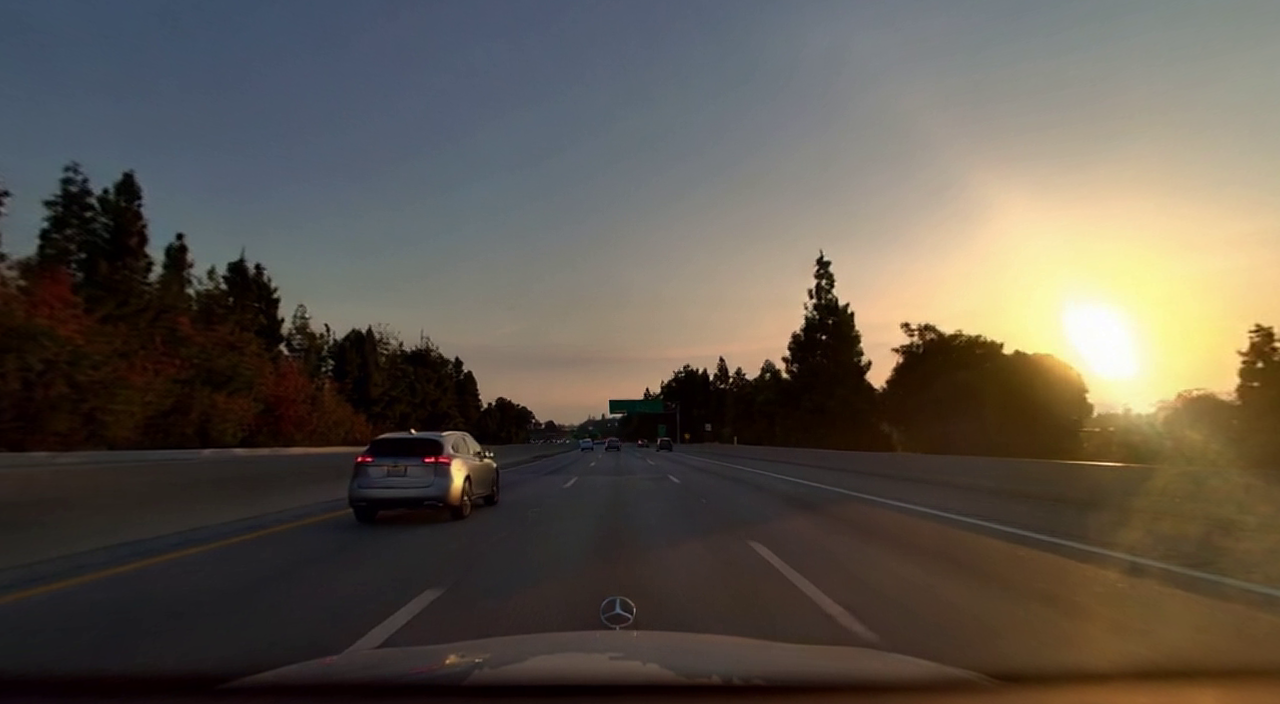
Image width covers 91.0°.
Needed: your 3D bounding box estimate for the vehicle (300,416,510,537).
[{"bbox_3d":[-3.738,2.052,10.994,2.074,1.652,4.273,0,-8,-1],"label":"vehicle"}]
